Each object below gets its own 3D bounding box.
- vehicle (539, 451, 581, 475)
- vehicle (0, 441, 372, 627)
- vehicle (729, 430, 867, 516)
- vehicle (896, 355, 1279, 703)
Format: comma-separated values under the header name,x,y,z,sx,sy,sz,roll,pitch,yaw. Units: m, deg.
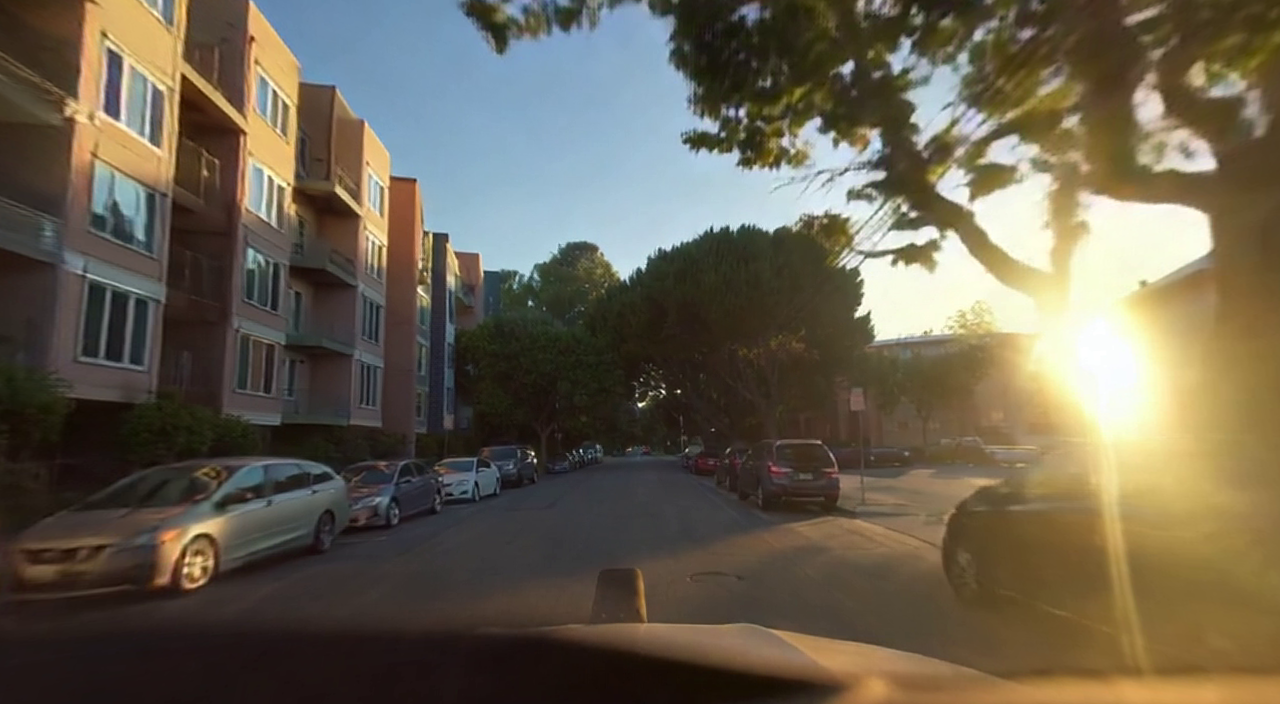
name,x,y,z,sx,sy,sz,roll,pitch,yaw
vehicle,-5.121,7.169,41.001,2.080,1.458,4.511,0,-9,1
vehicle,-5.375,1.989,7.970,2.033,1.532,4.823,-3,-9,-2
vehicle,3.751,2.984,16.073,2.082,1.809,4.998,0,-9,-2
vehicle,3.742,1.141,4.172,2.043,1.766,4.846,0,-9,0
